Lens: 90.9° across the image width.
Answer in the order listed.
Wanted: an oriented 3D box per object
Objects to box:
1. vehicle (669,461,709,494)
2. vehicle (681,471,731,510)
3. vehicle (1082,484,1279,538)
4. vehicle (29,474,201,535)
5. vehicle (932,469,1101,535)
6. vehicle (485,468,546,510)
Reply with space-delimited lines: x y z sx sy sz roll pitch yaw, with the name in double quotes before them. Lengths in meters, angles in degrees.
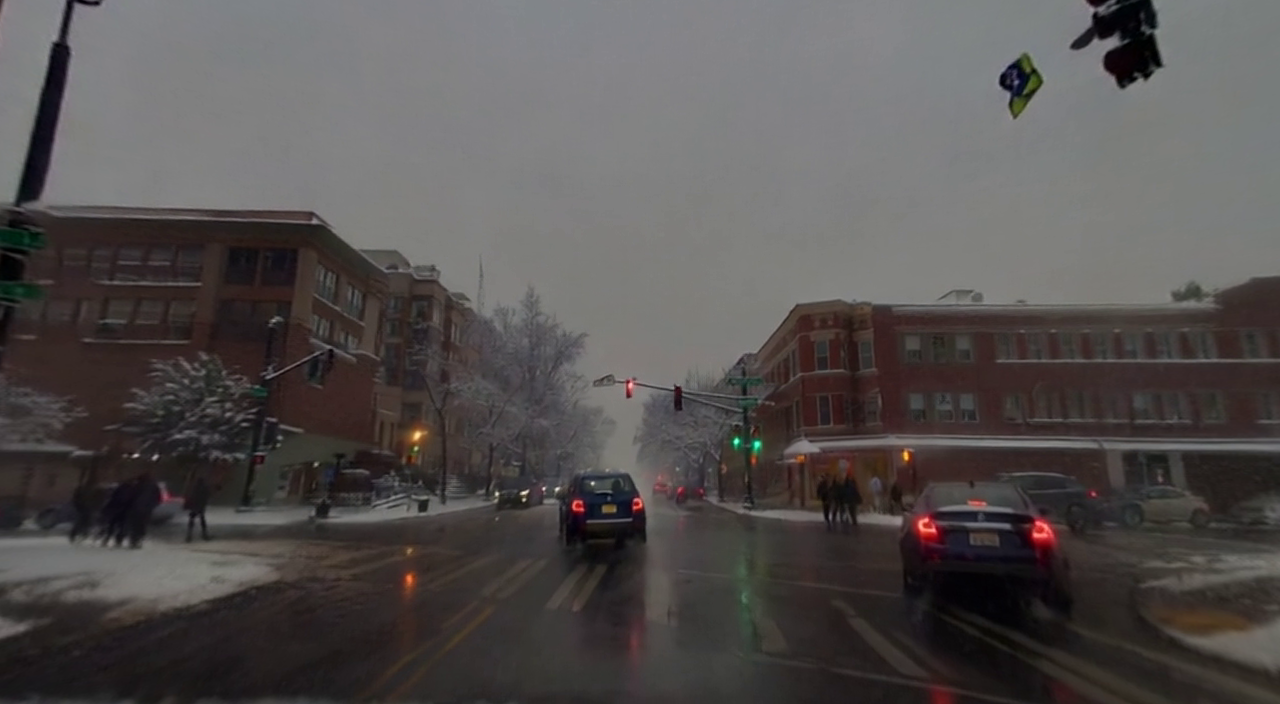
"vehicle" 3.238 8.373 42.367 2.365 1.994 4.259 0 -9 0
"vehicle" 3.379 7.210 33.082 1.908 1.741 4.066 0 -9 -4
"vehicle" 20.497 6.022 24.090 5.345 1.747 2.410 0 -9 1
"vehicle" -19.814 5.731 23.938 4.750 2.083 2.002 -1 -9 3
"vehicle" 14.378 5.708 24.354 4.974 2.266 2.324 0 -9 -2
"vehicle" -6.447 7.142 33.242 2.226 1.896 4.438 0 -9 1
